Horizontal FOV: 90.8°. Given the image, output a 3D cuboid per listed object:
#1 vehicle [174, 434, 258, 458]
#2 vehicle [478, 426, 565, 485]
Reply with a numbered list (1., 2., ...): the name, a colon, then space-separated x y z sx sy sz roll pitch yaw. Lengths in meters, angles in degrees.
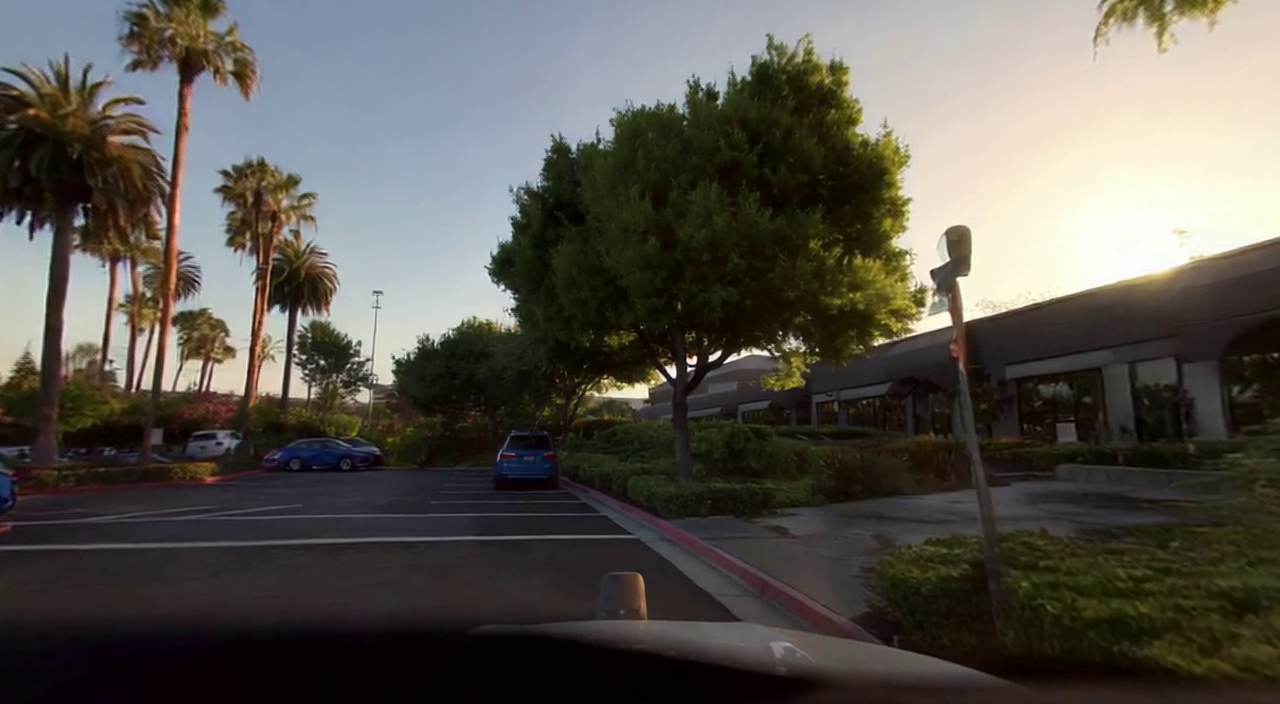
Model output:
1. vehicle: -28.402 6.330 42.431 4.457 1.552 1.748 6 -10 -33
2. vehicle: -4.013 3.366 20.825 2.071 1.700 4.367 3 -9 -20
